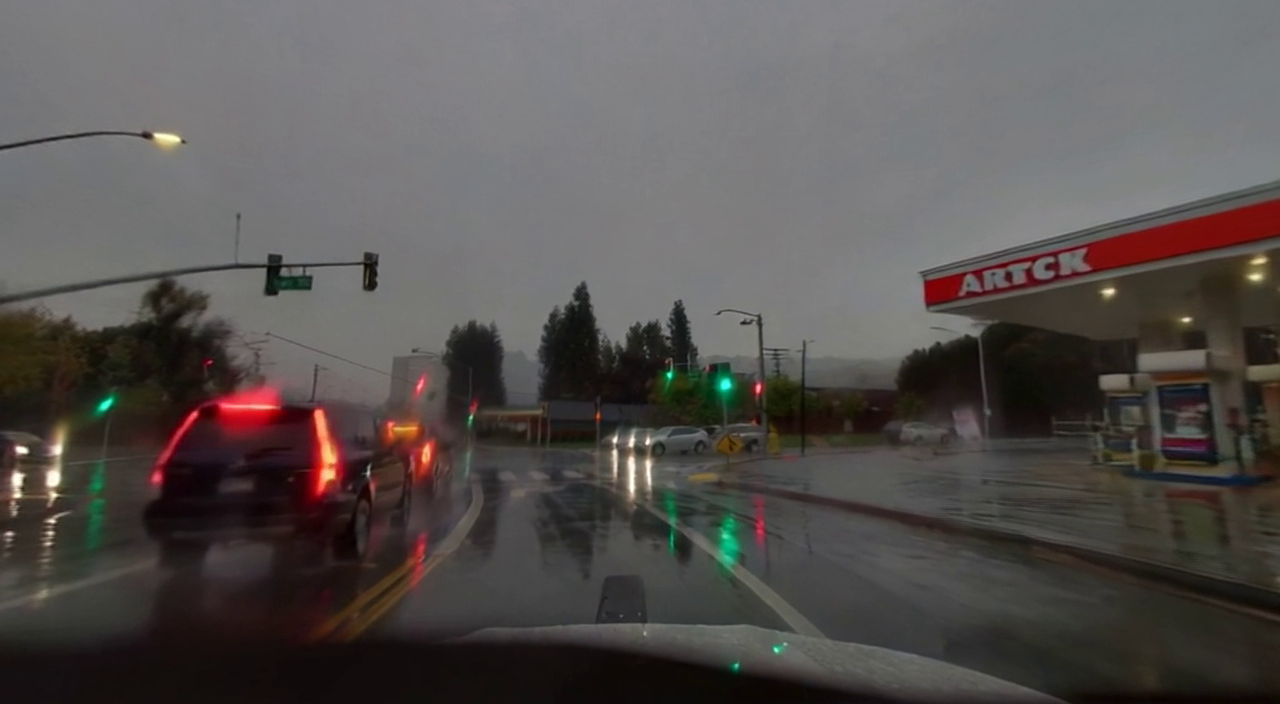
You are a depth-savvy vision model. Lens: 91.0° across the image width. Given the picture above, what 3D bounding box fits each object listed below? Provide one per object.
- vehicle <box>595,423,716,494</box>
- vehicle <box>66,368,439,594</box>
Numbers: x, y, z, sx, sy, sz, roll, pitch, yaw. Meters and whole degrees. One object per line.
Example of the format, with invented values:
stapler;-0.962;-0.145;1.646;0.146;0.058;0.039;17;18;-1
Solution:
vehicle;0.287;3.139;18.864;2.202;1.822;4.826;3;-9;-16
vehicle;-4.245;1.510;8.164;2.254;2.006;4.766;2;-9;-8
